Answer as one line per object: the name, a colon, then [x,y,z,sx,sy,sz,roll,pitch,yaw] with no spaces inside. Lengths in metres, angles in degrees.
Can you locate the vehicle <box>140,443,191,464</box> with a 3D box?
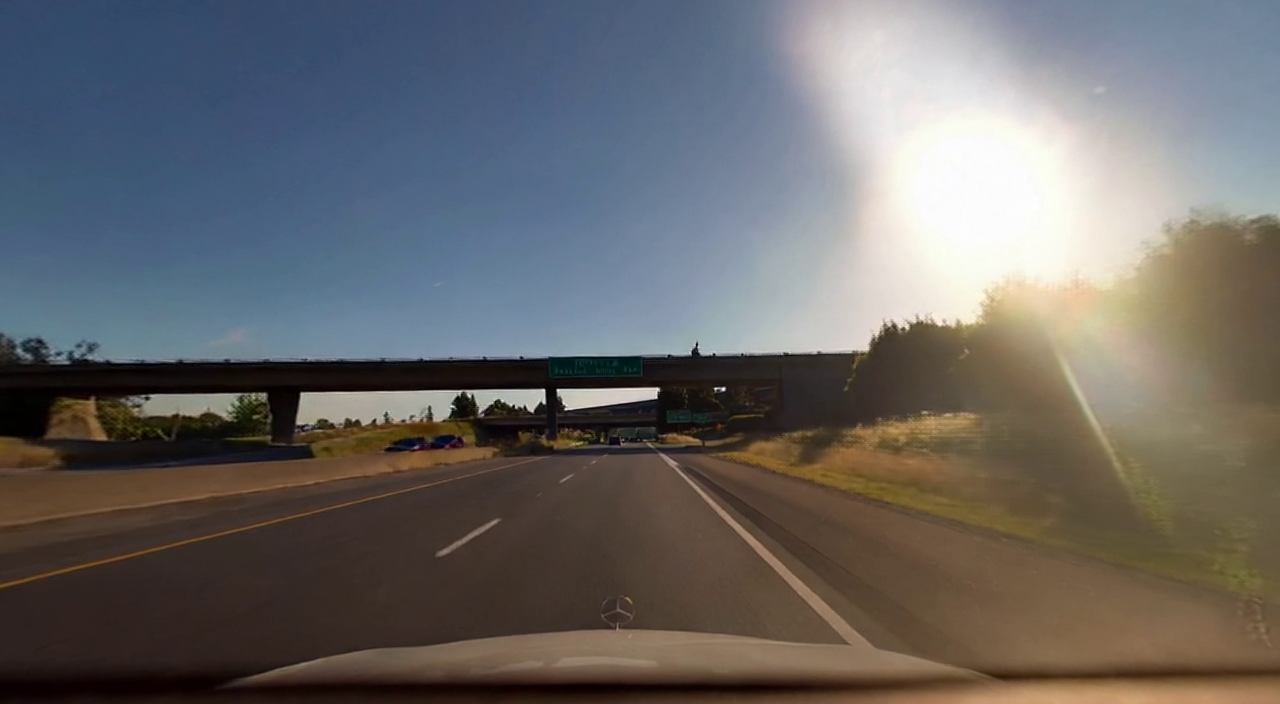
vehicle: [-37.024,7.901,49.270,1.989,1.496,4.580,3,-8,-22]

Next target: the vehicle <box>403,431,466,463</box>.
vehicle: [-12.017,5.548,37.146,2.179,1.752,4.402,0,-8,1]

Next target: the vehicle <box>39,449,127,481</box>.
vehicle: [-29.105,5.864,33.088,1.956,1.440,4.158,3,-8,-20]
